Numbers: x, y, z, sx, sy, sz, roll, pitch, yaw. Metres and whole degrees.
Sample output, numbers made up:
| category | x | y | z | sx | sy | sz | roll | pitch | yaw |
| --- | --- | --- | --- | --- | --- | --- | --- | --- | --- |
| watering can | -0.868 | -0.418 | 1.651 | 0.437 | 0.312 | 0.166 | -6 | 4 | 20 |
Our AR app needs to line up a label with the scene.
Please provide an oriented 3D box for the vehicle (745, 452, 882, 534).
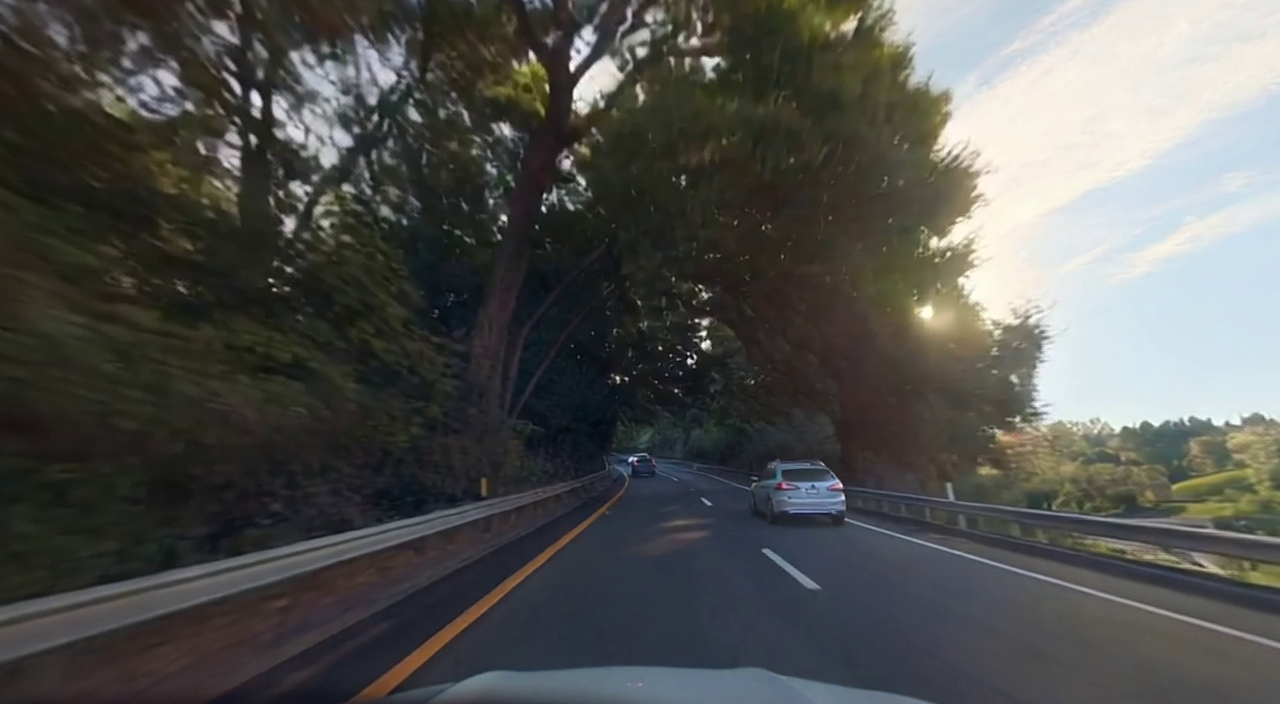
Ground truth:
| category | x | y | z | sx | sy | sz | roll | pitch | yaw |
| --- | --- | --- | --- | --- | --- | --- | --- | --- | --- |
| vehicle | 3.818 | 3.207 | 14.713 | 2.023 | 1.593 | 4.105 | 1 | -10 | 0 |

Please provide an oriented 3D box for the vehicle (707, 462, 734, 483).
| category | x | y | z | sx | sy | sz | roll | pitch | yaw |
| --- | --- | --- | --- | --- | --- | --- | --- | --- | --- |
| vehicle | 6.303 | 9.408 | 49.184 | 2.018 | 1.533 | 3.724 | -1 | -10 | 8 |
